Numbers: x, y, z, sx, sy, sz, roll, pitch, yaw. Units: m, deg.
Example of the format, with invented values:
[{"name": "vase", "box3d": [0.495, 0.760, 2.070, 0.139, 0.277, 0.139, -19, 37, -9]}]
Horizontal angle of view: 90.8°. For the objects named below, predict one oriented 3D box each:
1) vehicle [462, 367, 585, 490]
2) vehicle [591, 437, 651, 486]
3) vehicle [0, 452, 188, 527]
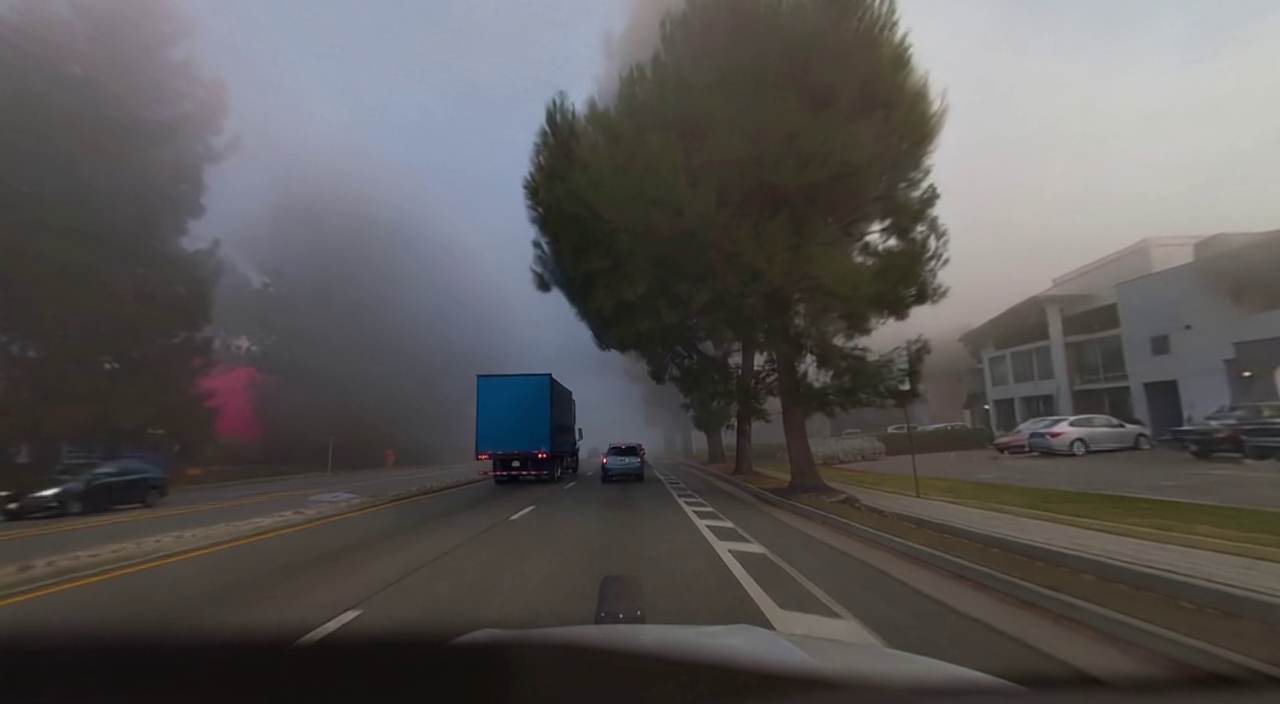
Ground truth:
[{"name": "vehicle", "box3d": [-4.131, 3.180, 25.254, 2.996, 3.902, 10.410, 0, -9, 0]}, {"name": "vehicle", "box3d": [-0.663, 4.101, 23.984, 2.094, 1.682, 3.866, 0, -9, 0]}, {"name": "vehicle", "box3d": [-13.969, 3.325, 15.847, 1.993, 1.568, 4.645, -1, -9, -3]}]
